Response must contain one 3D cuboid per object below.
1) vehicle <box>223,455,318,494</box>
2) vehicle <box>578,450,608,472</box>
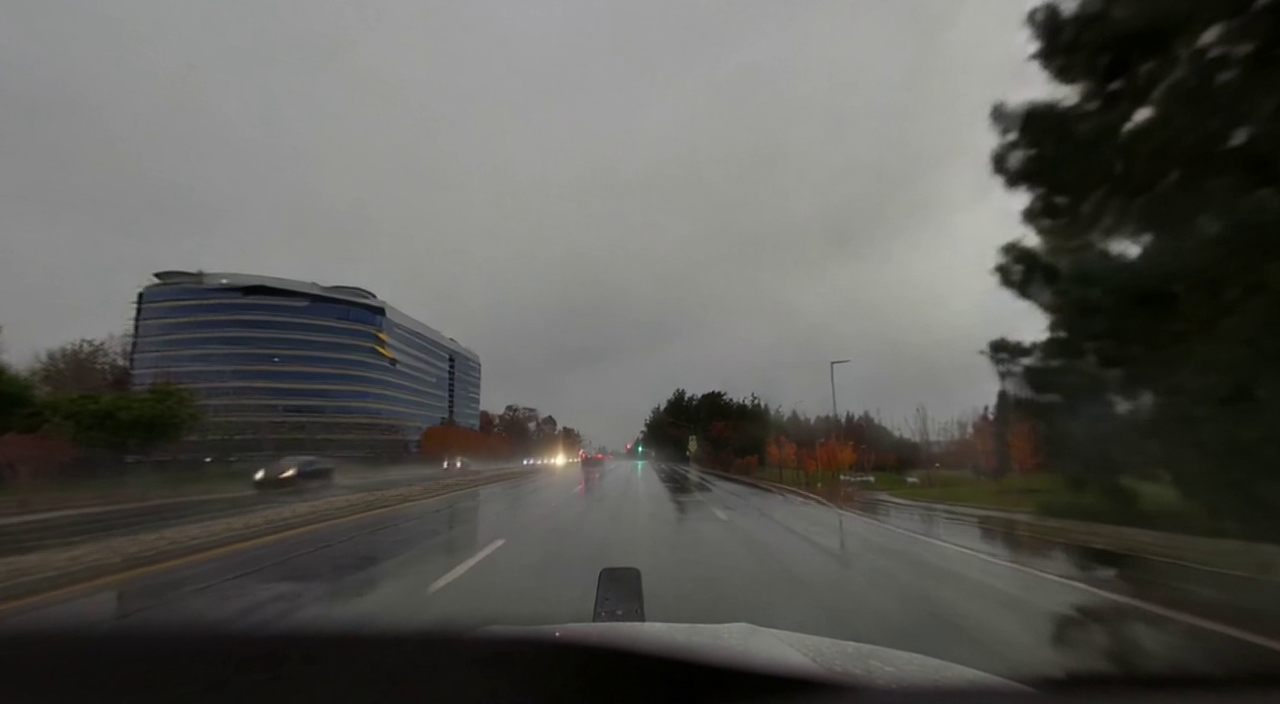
[{"bbox_3d":[-18.922,6.268,32.665,2.088,1.722,4.609,0,-8,1],"label":"vehicle"},{"bbox_3d":[-3.575,8.366,48.630,1.984,1.521,4.682,0,-8,0],"label":"vehicle"}]
